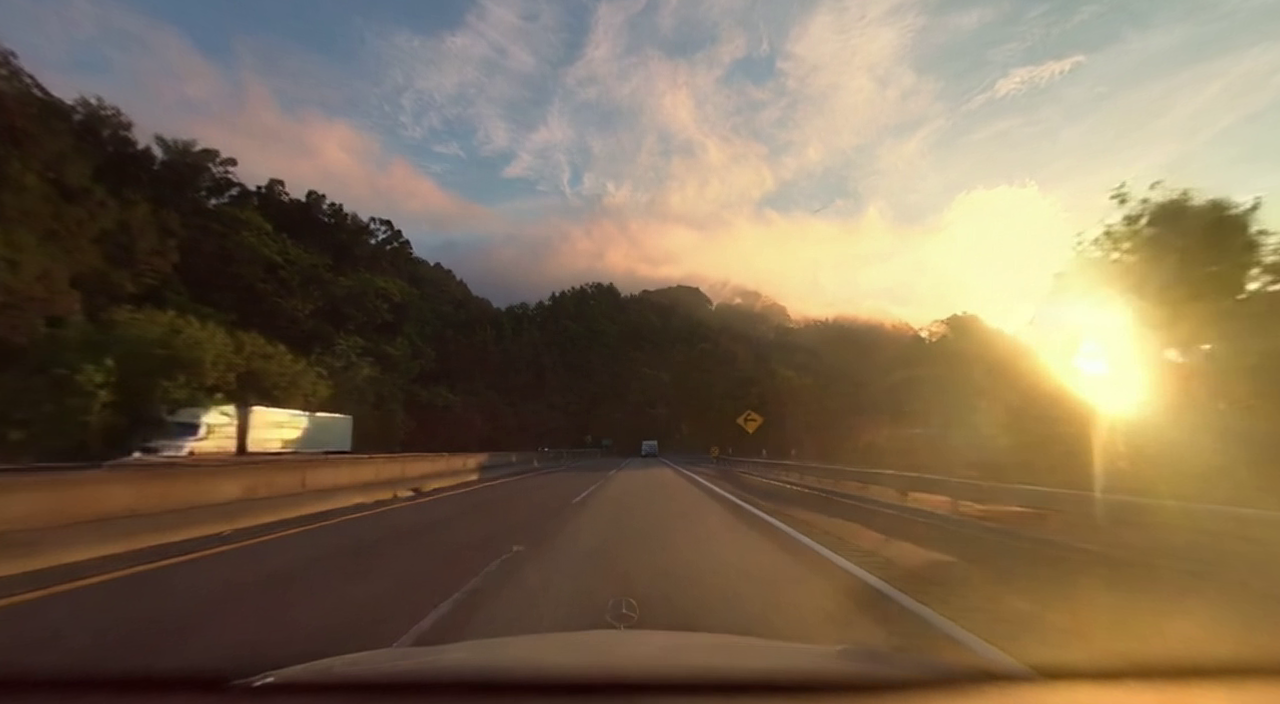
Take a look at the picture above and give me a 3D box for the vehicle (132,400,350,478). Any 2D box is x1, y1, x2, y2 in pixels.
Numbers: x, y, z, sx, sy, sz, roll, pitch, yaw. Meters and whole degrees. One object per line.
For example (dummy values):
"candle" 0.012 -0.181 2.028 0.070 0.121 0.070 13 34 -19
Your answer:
"vehicle" -24.371 5.803 40.949 2.831 3.977 17.130 0 -9 1
